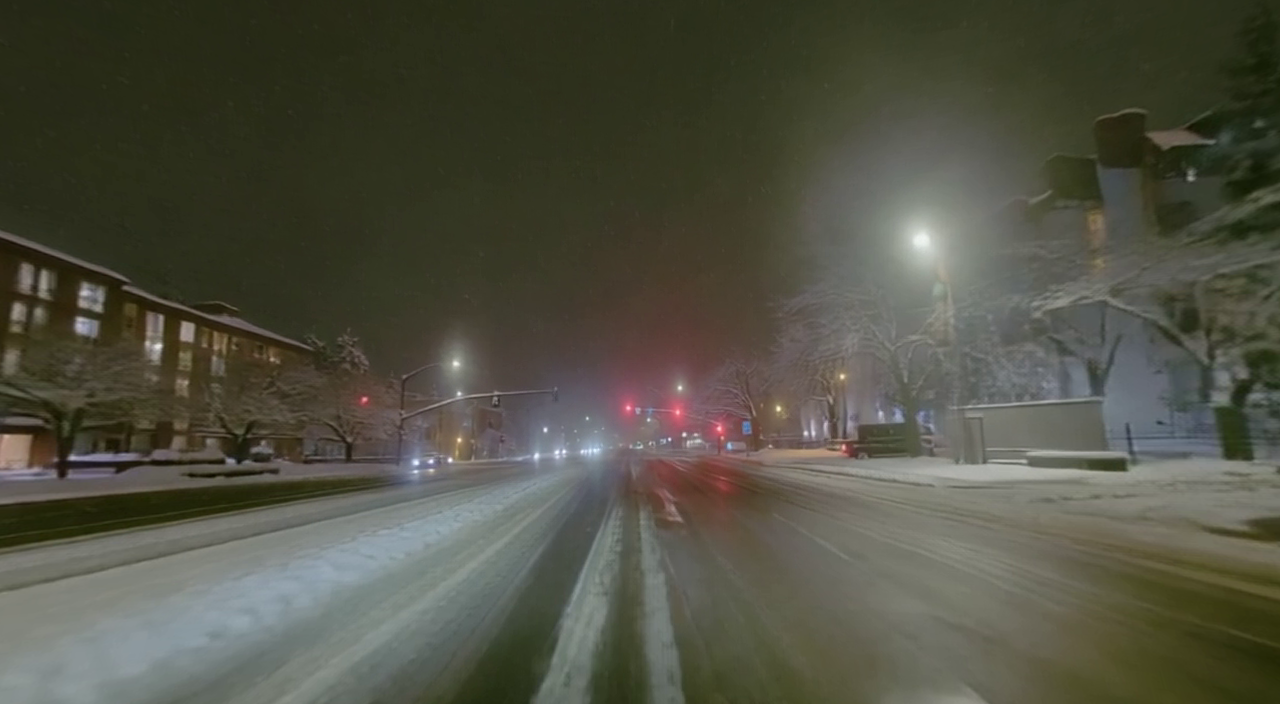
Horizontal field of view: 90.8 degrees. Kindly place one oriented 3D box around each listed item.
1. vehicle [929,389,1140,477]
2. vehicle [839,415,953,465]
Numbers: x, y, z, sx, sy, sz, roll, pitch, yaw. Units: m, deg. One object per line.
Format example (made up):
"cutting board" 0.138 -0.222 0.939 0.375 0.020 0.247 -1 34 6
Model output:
"vehicle" 16.781 3.499 27.235 7.225 3.553 2.709 0 -9 -3
"vehicle" 17.634 6.145 43.938 6.639 3.312 2.759 0 -9 2
